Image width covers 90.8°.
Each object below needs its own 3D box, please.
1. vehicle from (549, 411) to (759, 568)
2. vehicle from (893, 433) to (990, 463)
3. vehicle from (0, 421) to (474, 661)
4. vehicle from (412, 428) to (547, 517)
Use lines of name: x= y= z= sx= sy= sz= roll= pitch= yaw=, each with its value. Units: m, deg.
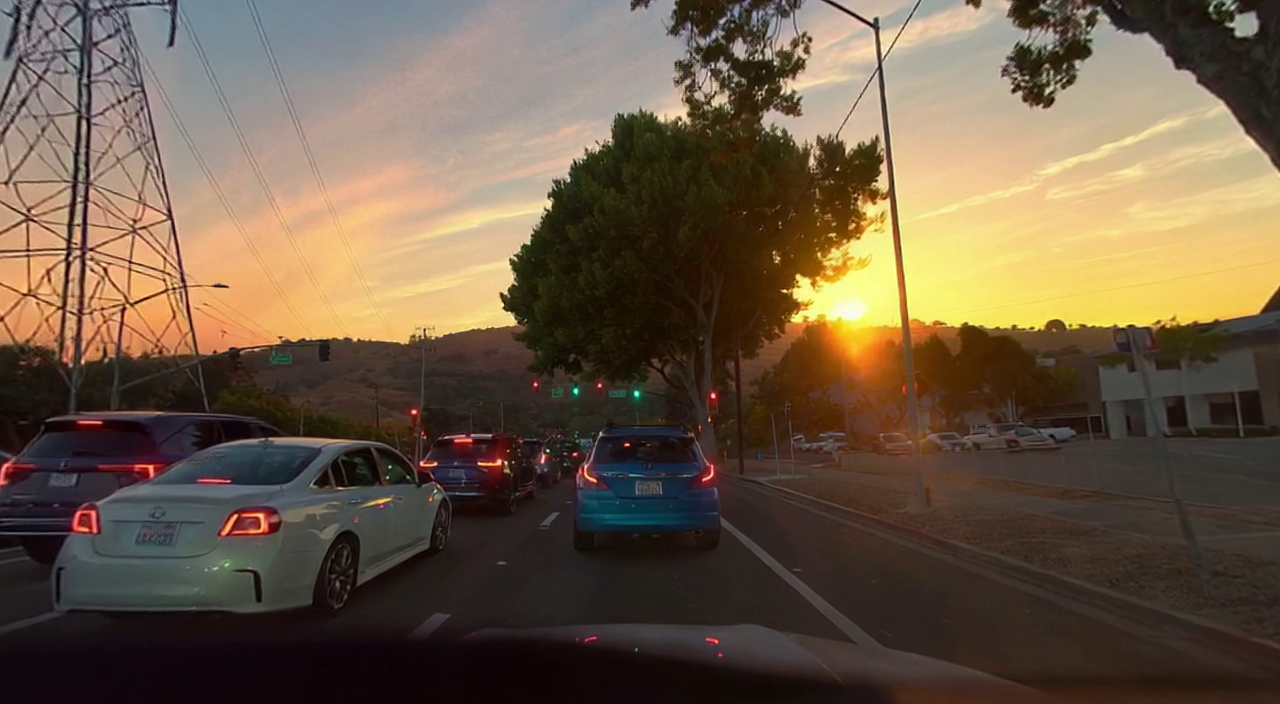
vehicle: x=0.082 y=1.782 z=8.960 sx=2.239 sy=1.661 sz=4.224 roll=0 pitch=-8 yaw=-2
vehicle: x=15.087 y=4.812 z=31.716 sx=3.858 sy=1.437 sz=1.899 roll=0 pitch=-8 yaw=-4
vehicle: x=-3.176 y=1.502 z=6.218 sx=1.973 sy=1.469 sz=4.448 roll=0 pitch=-8 yaw=-2
vehicle: x=-3.257 y=2.525 z=13.687 sx=1.997 sy=1.636 sz=3.760 roll=0 pitch=-8 yaw=-1
